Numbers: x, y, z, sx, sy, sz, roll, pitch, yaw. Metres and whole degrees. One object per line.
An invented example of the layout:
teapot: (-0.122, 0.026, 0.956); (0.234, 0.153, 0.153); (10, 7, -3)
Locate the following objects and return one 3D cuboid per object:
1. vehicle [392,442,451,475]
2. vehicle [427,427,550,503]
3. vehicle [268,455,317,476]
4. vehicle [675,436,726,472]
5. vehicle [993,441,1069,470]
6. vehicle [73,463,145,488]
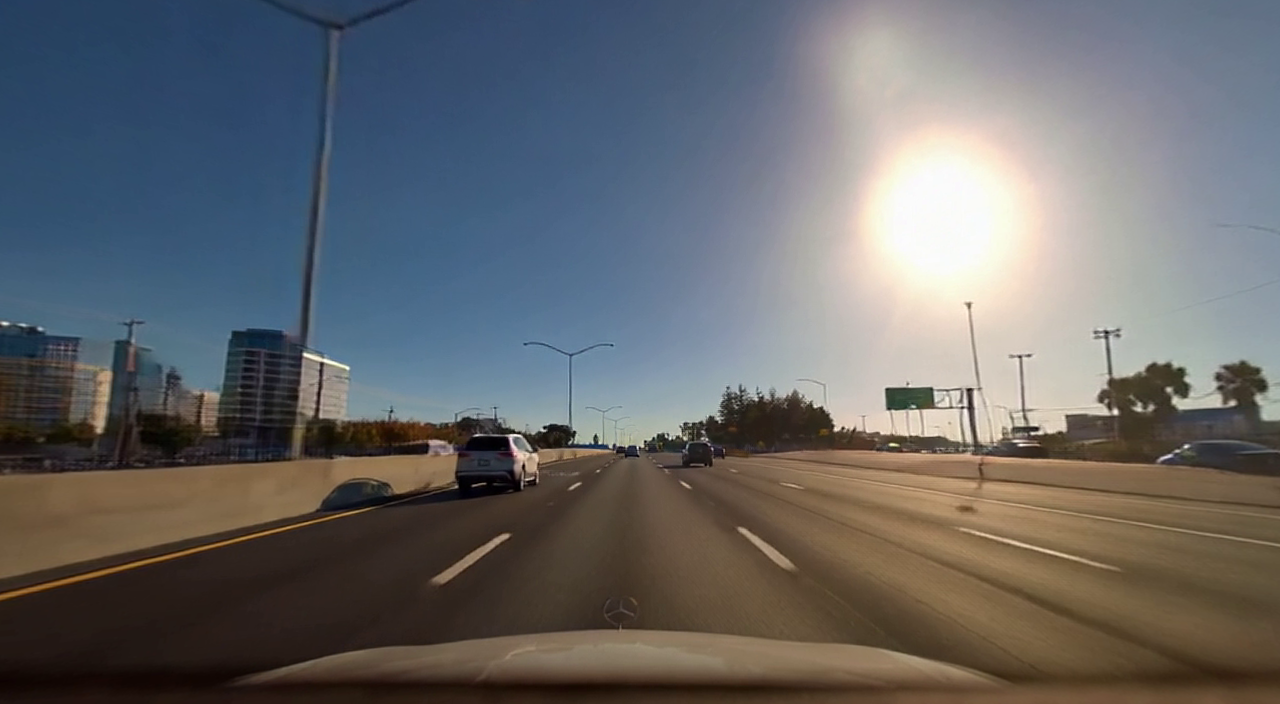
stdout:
vehicle: (-9.466, 4.601, 27.553); (1.391, 1.321, 3.191); (0, -8, 0)
vehicle: (-3.736, 2.879, 16.546); (2.099, 1.682, 4.590); (0, -8, 0)
vehicle: (-23.917, 7.803, 43.593); (1.505, 1.361, 3.376); (0, -8, -2)
vehicle: (2.925, 5.070, 31.500); (1.997, 1.638, 4.281); (0, -8, -1)
vehicle: (25.553, 6.766, 41.565); (2.070, 1.782, 5.006); (-1, -8, 4)
vehicle: (-31.251, 7.236, 37.262); (1.486, 1.348, 3.311); (0, -9, -4)
